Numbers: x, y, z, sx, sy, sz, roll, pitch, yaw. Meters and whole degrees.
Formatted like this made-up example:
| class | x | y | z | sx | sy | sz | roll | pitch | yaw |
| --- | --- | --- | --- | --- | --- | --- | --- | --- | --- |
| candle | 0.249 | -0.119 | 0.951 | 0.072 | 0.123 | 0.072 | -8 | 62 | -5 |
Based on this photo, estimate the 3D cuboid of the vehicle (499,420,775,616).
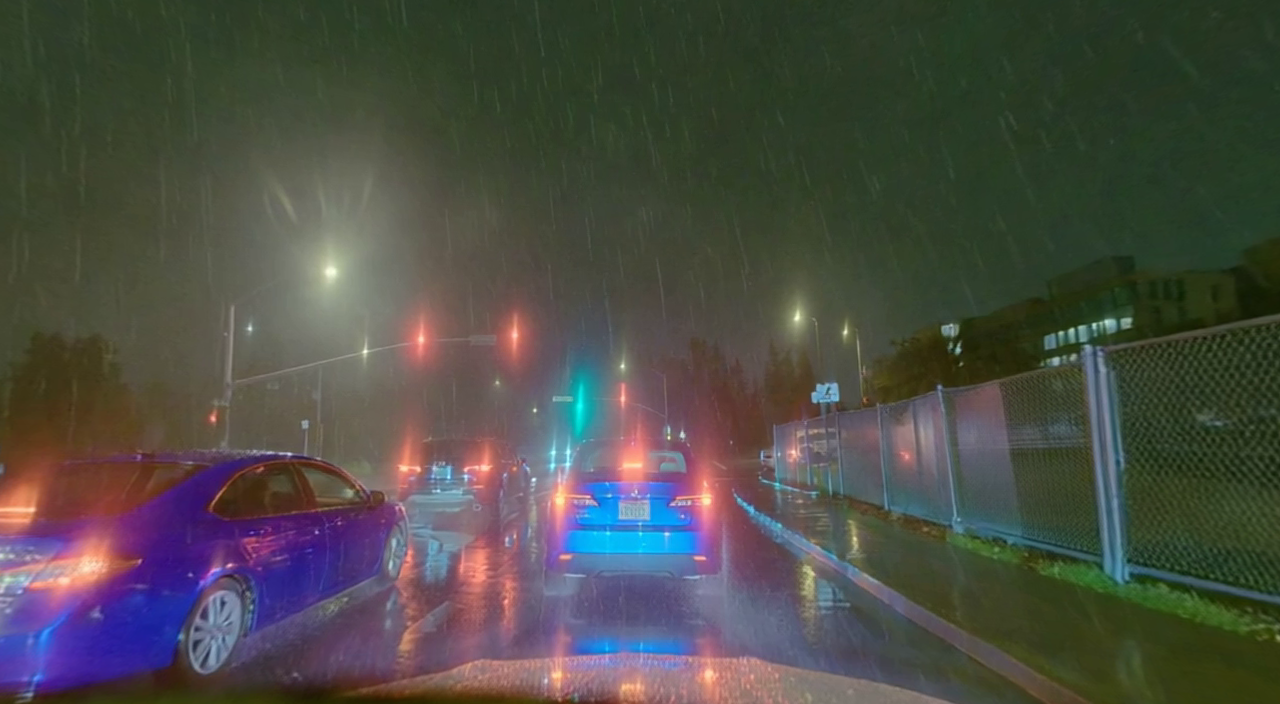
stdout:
| class | x | y | z | sx | sy | sz | roll | pitch | yaw |
| --- | --- | --- | --- | --- | --- | --- | --- | --- | --- |
| vehicle | -0.015 | 1.601 | 6.993 | 2.144 | 1.514 | 4.063 | 0 | -9 | 0 |

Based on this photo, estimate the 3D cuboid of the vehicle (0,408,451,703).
| class | x | y | z | sx | sy | sz | roll | pitch | yaw |
| --- | --- | --- | --- | --- | --- | --- | --- | --- | --- |
| vehicle | -3.211 | 1.316 | 4.857 | 1.971 | 1.488 | 4.581 | 0 | -9 | 1 |
